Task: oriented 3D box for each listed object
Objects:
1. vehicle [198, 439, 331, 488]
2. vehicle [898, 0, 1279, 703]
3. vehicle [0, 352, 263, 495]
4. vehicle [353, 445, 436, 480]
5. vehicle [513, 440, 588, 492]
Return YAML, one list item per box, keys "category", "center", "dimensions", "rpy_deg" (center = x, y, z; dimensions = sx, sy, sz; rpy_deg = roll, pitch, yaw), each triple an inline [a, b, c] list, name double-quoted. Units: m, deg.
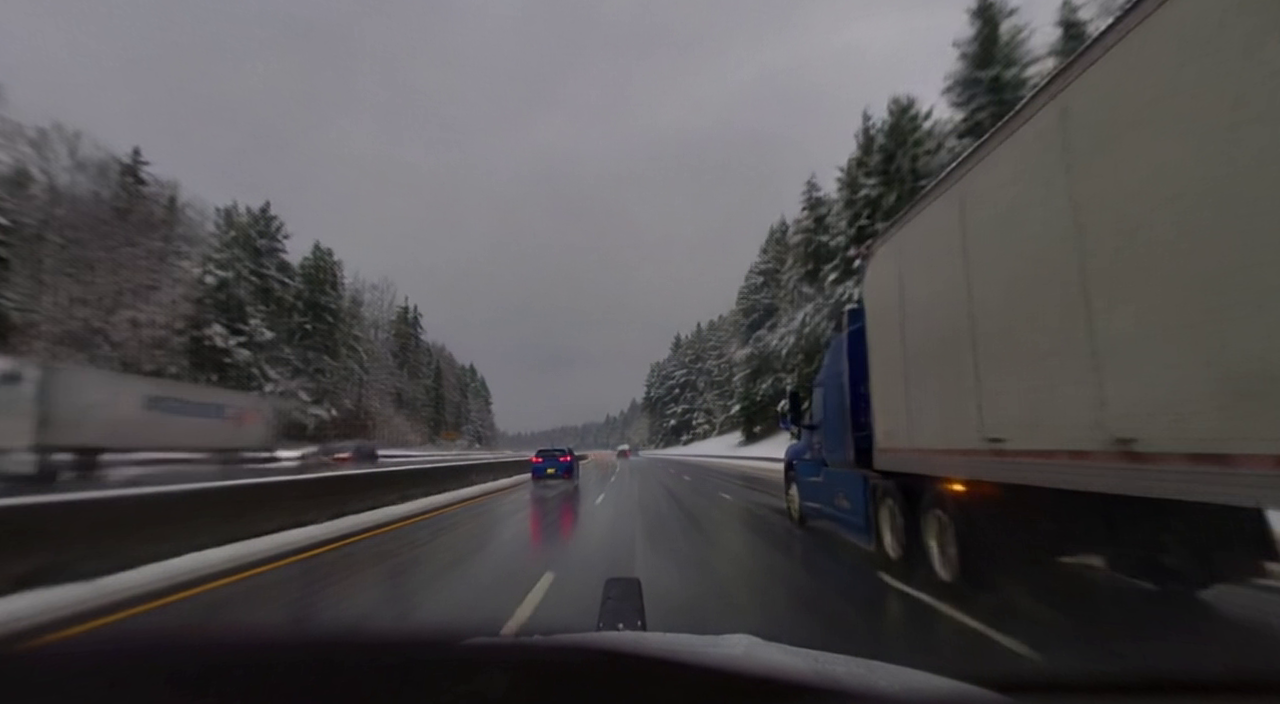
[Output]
- category: "vehicle"
  center: [-14.508, 4.347, 24.847]
  dimensions: [1.871, 1.662, 5.423]
  rpy_deg: [0, -9, 0]
- category: "vehicle"
  center: [4.594, 0.015, 4.318]
  dimensions: [3.025, 3.905, 5.860]
  rpy_deg: [0, -9, 0]
- category: "vehicle"
  center: [-18.838, 2.778, 22.510]
  dimensions: [3.273, 3.792, 12.173]
  rpy_deg: [0, -9, 0]
- category: "vehicle"
  center: [-11.441, 5.185, 29.742]
  dimensions: [2.015, 1.475, 4.691]
  rpy_deg: [0, -9, 0]
- category: "vehicle"
  center: [-3.122, 4.110, 23.001]
  dimensions: [2.115, 1.670, 4.261]
  rpy_deg: [0, -9, 0]
